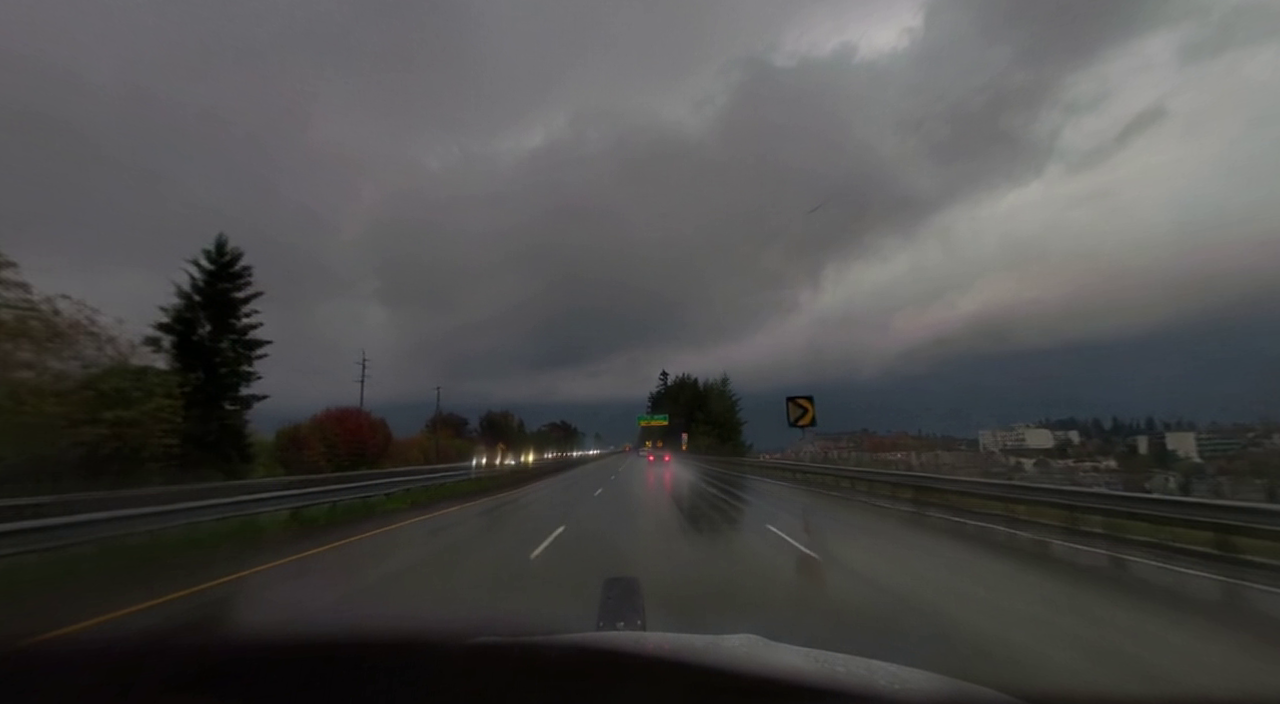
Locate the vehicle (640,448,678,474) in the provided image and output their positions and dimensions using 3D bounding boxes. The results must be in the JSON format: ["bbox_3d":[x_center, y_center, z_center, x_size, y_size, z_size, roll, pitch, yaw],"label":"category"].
[{"bbox_3d":[1.064,6.377,37.103,2.036,1.457,3.471,0,-9,-1],"label":"vehicle"}]
